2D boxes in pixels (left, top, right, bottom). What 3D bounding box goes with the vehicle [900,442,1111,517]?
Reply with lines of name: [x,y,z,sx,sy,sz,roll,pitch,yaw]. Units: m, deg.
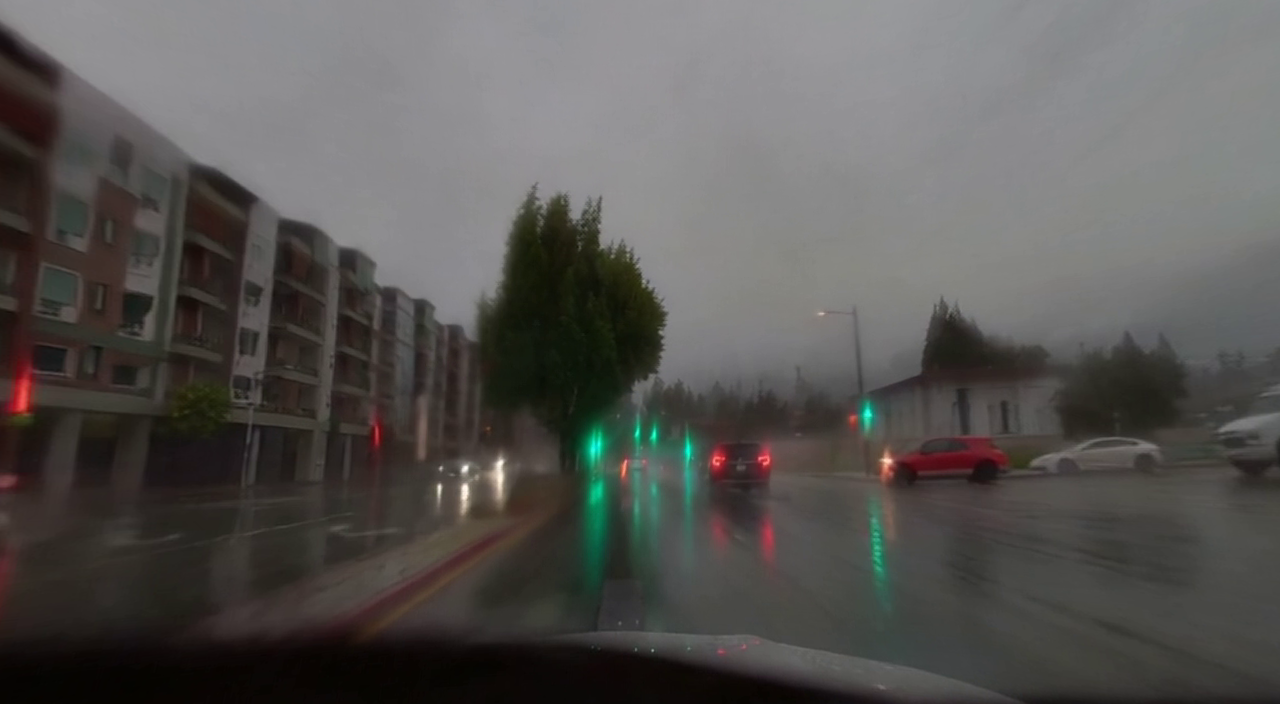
vehicle: [8.634,3.001,15.648,1.940,1.512,5.129,0,-8,-3]

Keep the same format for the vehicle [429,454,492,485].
vehicle: [-9.343,6.141,33.291,1.905,1.451,4.425,0,-8,2]

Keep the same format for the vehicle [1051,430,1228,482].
vehicle: [16.956,3.527,21.575,4.612,1.632,1.858,1,-8,-6]

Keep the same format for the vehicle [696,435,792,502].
vehicle: [3.155,3.638,20.243,2.129,1.844,4.767,0,-8,-2]

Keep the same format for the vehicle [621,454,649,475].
vehicle: [-0.460,8.728,49.304,2.059,1.492,4.033,0,-8,-2]

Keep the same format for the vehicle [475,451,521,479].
vehicle: [-9.533,7.584,42.760,1.939,1.744,5.079,0,-8,0]
